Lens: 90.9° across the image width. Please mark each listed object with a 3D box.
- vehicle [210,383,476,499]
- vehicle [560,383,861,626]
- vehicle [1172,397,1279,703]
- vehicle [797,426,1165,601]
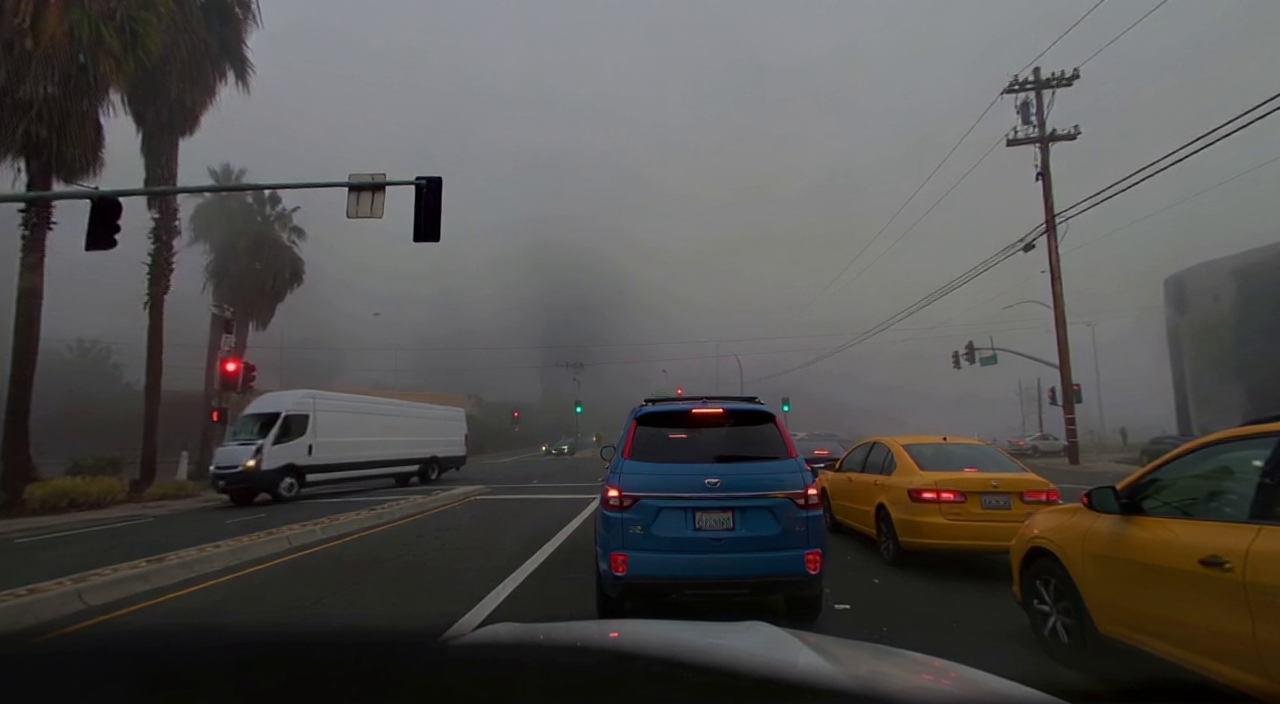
[{"bbox_3d":[-11.654,3.865,27.079,2.973,3.889,11.535,-3,-9,19],"label":"vehicle"},{"bbox_3d":[0.445,1.440,6.885,2.228,1.780,4.269,0,-9,-2],"label":"vehicle"},{"bbox_3d":[3.358,0.654,0.672,1.805,1.485,4.348,0,-9,1],"label":"vehicle"},{"bbox_3d":[3.430,1.687,7.515,1.895,1.456,4.255,0,-9,-2],"label":"vehicle"}]
